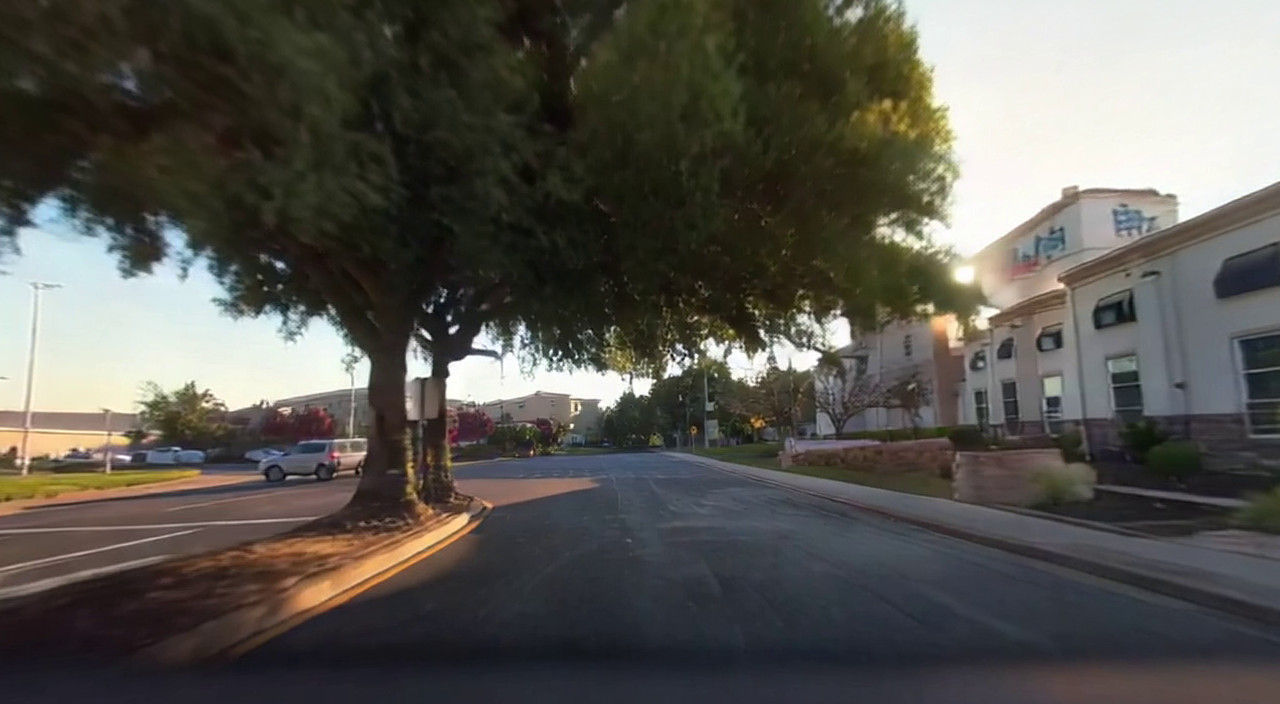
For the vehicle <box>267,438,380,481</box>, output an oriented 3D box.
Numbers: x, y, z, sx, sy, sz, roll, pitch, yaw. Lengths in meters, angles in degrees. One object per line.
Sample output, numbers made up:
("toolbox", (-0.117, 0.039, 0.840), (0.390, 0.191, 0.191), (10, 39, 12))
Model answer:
("vehicle", (-14.991, 5.070, 29.952), (4.651, 1.863, 2.174), (-4, -9, 23))
